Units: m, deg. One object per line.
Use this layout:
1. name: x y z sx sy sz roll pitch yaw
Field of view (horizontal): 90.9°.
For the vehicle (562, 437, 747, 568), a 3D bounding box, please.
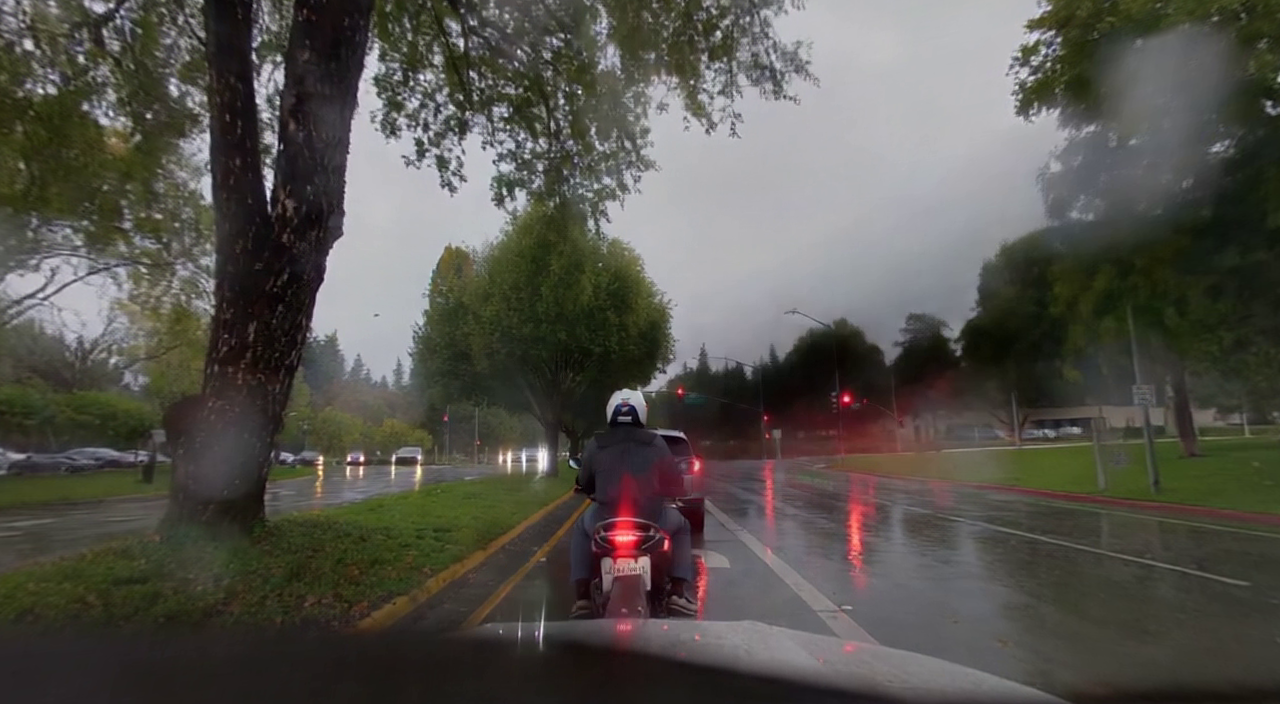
1. vehicle: 0.122 2.028 9.435 2.093 1.450 4.437 0 -8 -1
